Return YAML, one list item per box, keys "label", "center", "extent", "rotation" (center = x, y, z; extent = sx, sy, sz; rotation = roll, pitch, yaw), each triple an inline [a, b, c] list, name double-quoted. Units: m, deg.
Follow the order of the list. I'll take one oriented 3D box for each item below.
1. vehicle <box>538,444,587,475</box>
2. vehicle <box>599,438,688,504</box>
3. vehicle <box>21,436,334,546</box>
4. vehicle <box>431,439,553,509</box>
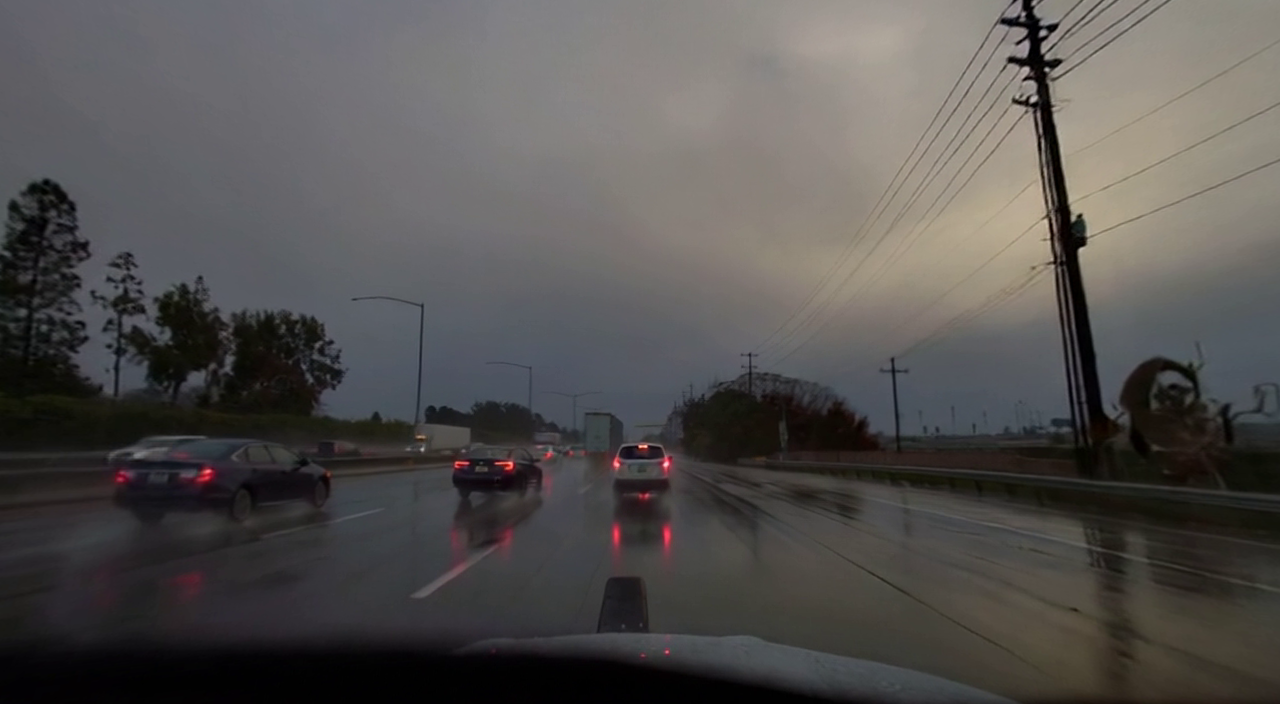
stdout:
- label: "vehicle"
  center: [-3.834, 5.377, 31.734]
  extent: [2.013, 1.437, 3.801]
  rotation: [0, -9, 0]
- label: "vehicle"
  center: [0.012, 3.062, 16.699]
  extent: [2.018, 1.470, 4.491]
  rotation: [0, -9, -2]
- label: "vehicle"
  center: [-7.305, 2.204, 10.741]
  extent: [1.867, 1.445, 4.499]
  rotation: [0, -9, 1]
- label: "vehicle"
  center: [-3.442, 2.905, 15.523]
  extent: [1.912, 1.464, 4.115]
  rotation: [0, -9, 1]
